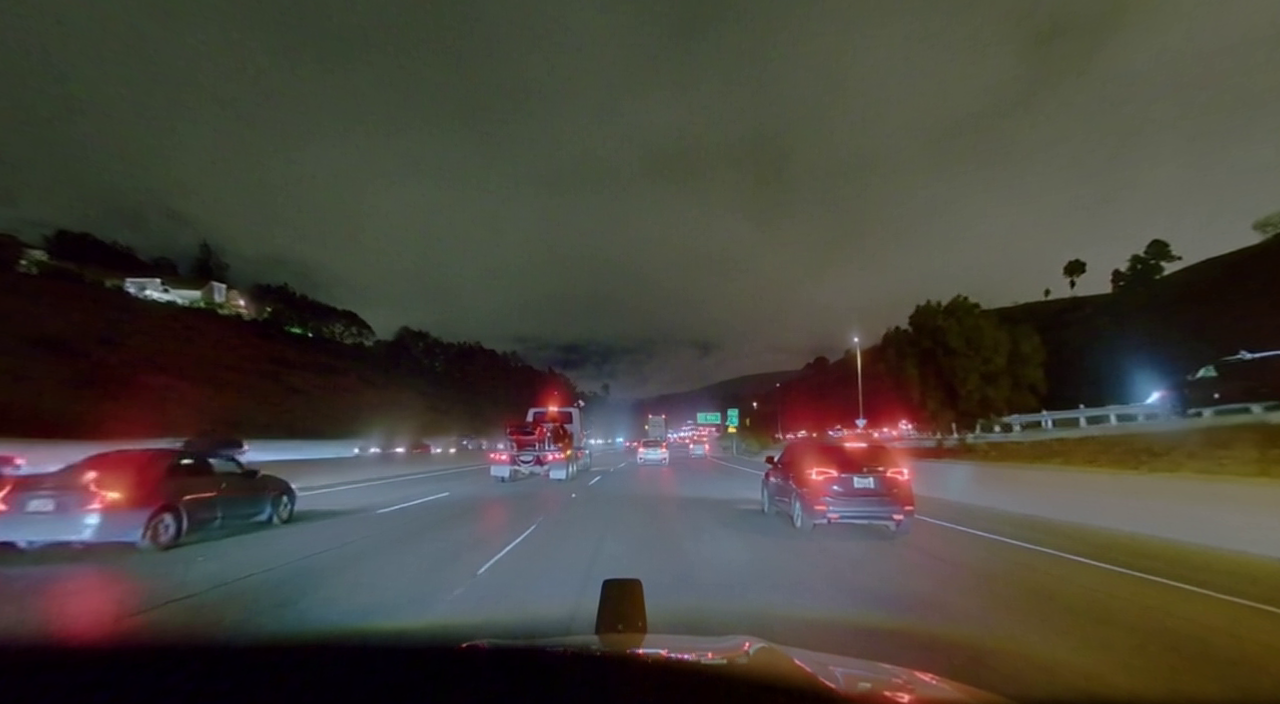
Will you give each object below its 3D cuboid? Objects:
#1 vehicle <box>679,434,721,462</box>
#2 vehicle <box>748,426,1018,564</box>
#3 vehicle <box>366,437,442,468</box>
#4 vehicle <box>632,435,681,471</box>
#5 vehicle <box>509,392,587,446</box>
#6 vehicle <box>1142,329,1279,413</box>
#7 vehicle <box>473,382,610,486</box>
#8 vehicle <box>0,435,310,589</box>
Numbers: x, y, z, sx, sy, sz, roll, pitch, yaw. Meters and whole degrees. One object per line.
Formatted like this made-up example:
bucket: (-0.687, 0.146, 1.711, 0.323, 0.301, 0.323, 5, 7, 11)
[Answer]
vehicle: (3.658, 6.018, 39.562, 2.075, 1.614, 4.682, 0, -8, -1)
vehicle: (3.040, 1.881, 9.106, 2.040, 1.481, 4.260, 0, -8, -3)
vehicle: (-12.233, 5.219, 33.004, 2.123, 1.511, 4.343, 0, -8, 3)
vehicle: (0.754, 4.557, 28.705, 2.079, 1.499, 3.915, 0, -8, 1)
vehicle: (-3.040, 2.429, 21.934, 1.893, 1.674, 4.766, 0, -8, 1)
vehicle: (14.704, 0.514, 14.869, 1.979, 1.616, 4.268, 1, -8, -5)
vehicle: (-3.041, 3.086, 23.159, 3.162, 2.955, 10.282, 0, -8, 1)
vehicle: (-6.715, 1.835, 8.322, 1.964, 1.395, 4.948, 0, -8, 1)
